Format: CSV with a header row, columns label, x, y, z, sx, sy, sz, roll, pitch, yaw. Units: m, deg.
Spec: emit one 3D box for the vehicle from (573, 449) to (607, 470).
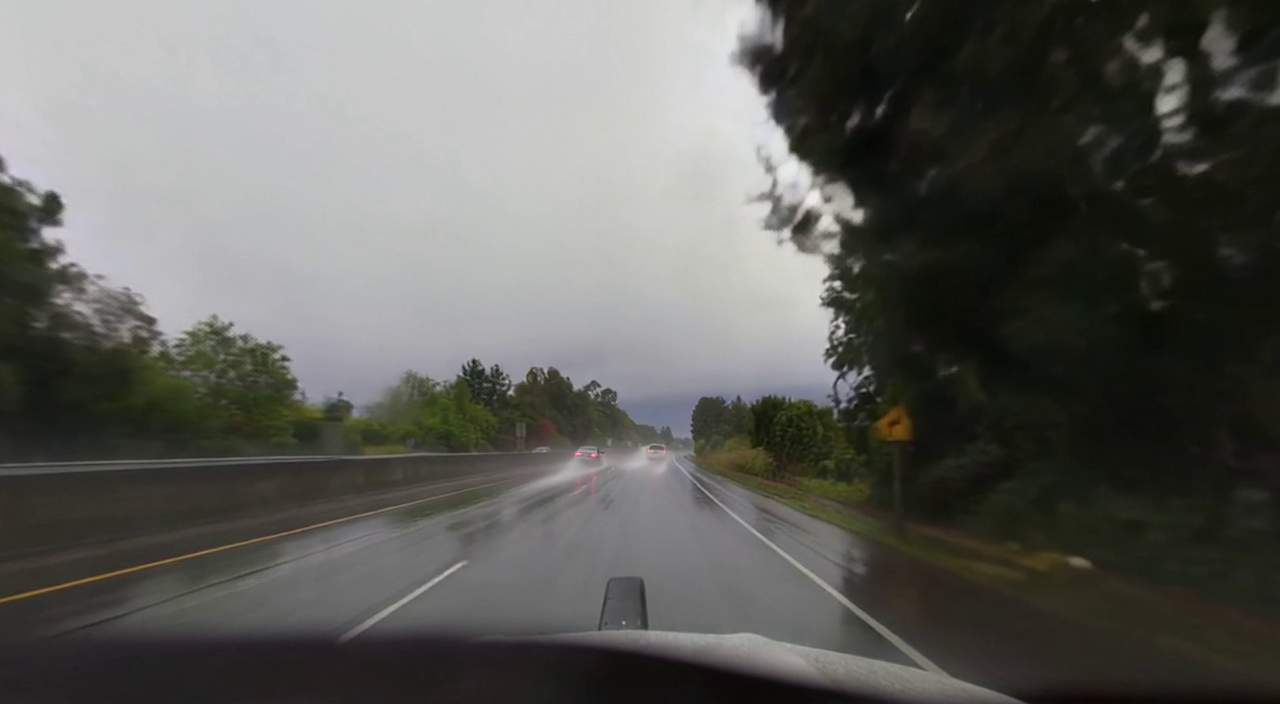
label,x,y,z,sx,sy,sz,roll,pitch,yaw
vehicle,-3.564,7.726,45.314,2.033,1.449,3.957,0,-9,1
